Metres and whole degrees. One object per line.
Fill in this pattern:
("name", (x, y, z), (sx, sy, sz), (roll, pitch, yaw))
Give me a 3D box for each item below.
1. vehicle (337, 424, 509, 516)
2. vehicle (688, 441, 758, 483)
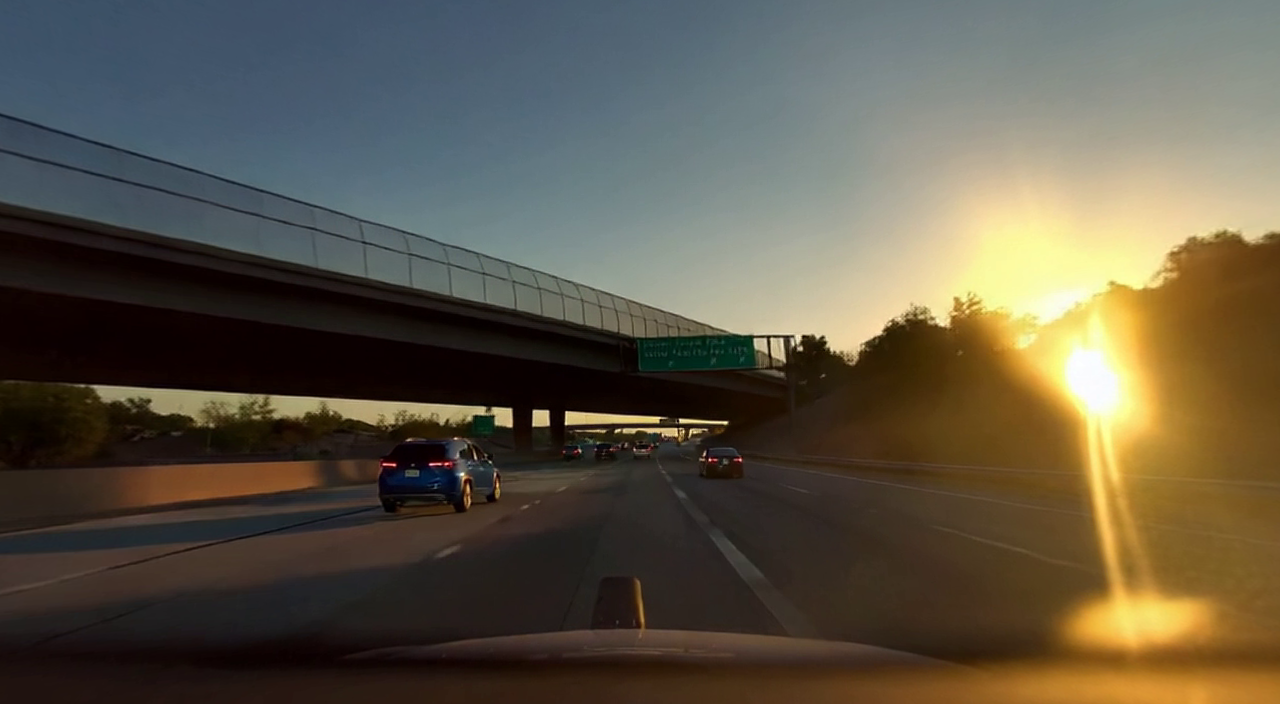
("vehicle", (-4.356, 2.445, 13.525), (2.193, 1.641, 4.077), (0, -8, 1))
("vehicle", (3.095, 4.216, 24.580), (2.083, 1.453, 4.307), (0, -8, -1))
